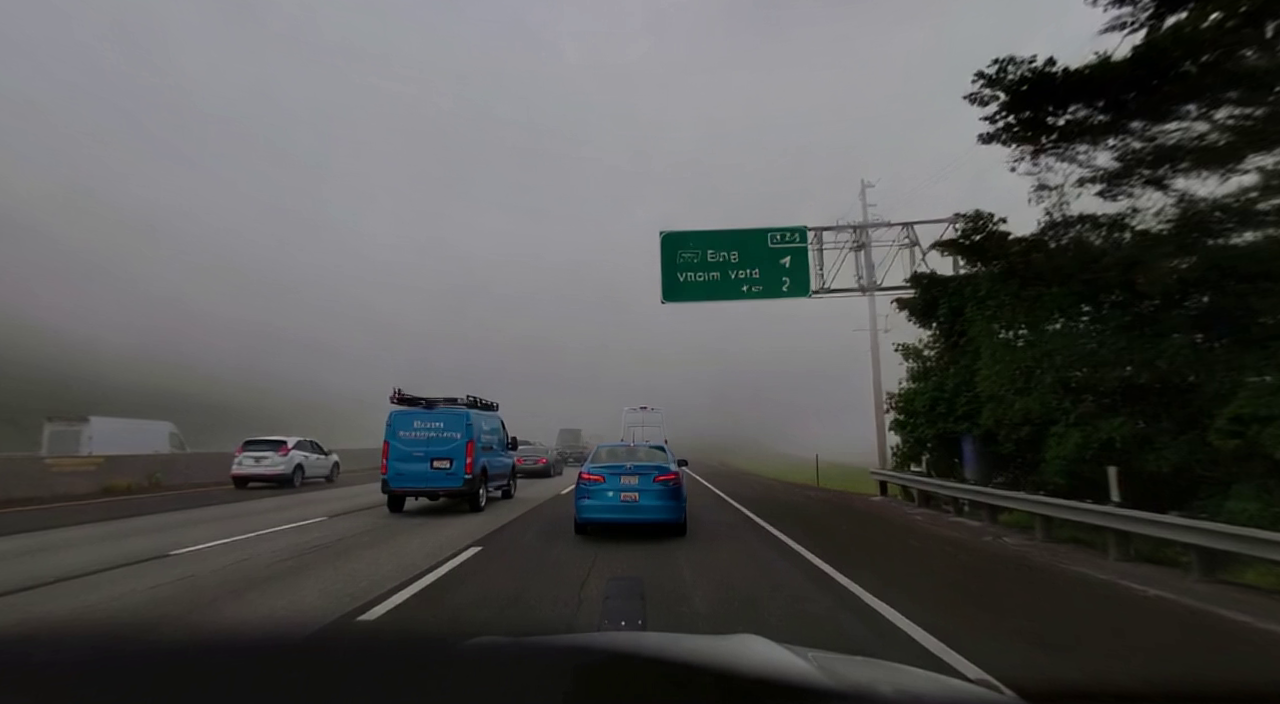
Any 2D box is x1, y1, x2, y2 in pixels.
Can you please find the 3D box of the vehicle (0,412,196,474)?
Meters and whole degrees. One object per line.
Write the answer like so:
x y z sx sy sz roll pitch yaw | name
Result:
-37.341 6.402 44.156 2.933 3.731 11.455 -1 -8 5 | vehicle

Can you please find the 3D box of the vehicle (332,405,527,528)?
-3.780 2.158 12.360 2.142 1.952 4.556 0 -8 1 | vehicle

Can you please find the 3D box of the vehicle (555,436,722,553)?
-0.019 2.065 9.836 2.054 1.421 4.090 0 -8 0 | vehicle

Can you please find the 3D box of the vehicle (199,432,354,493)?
-11.393 3.478 20.192 2.000 1.695 4.806 0 -8 1 | vehicle
